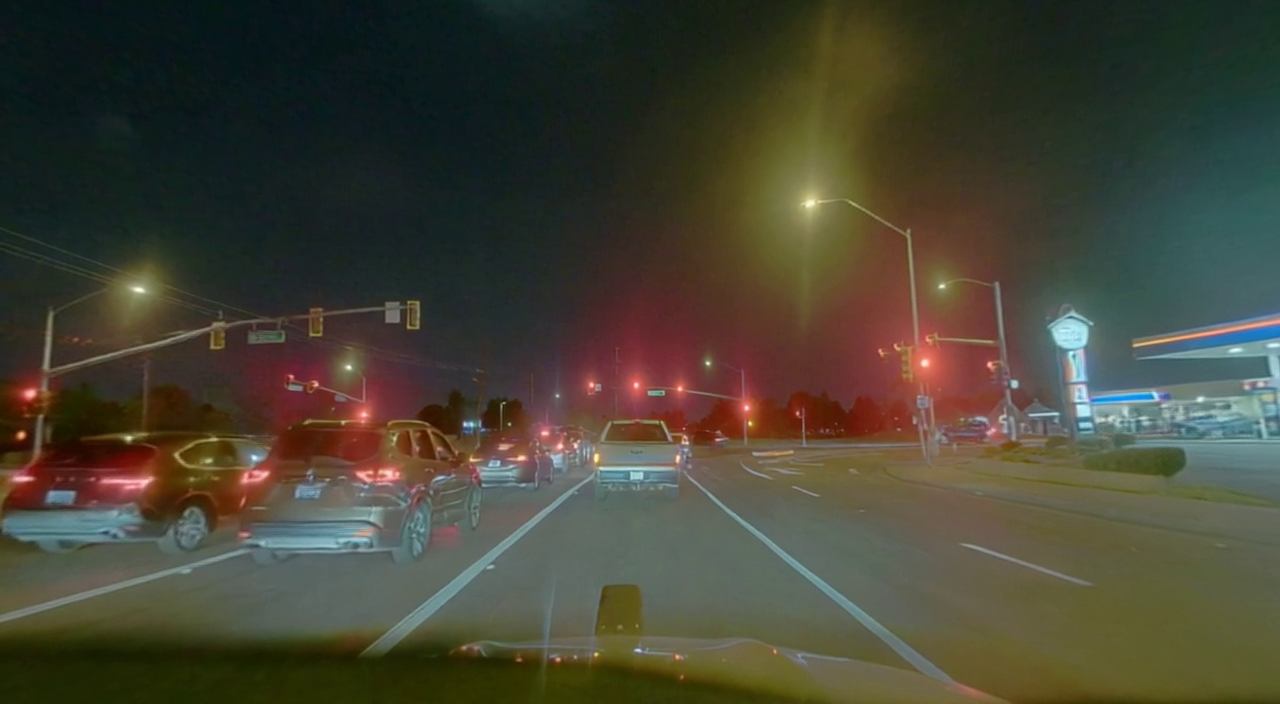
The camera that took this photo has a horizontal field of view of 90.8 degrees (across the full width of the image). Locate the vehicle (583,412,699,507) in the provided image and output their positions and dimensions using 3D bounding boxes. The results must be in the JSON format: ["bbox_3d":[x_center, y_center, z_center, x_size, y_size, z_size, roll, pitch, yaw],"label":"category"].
[{"bbox_3d":[0.011,2.456,14.746,2.224,1.819,5.005,0,-9,0],"label":"vehicle"}]

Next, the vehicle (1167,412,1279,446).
[{"bbox_3d":[36.019,4.693,38.455,5.782,1.950,2.225,-1,-8,0],"label":"vehicle"}]

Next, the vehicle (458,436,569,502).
[{"bbox_3d":[-3.013,2.895,16.018,1.881,1.424,4.098,0,-9,1],"label":"vehicle"}]

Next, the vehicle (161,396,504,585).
[{"bbox_3d":[-3.288,1.585,7.985,2.096,1.718,4.266,0,-9,1],"label":"vehicle"}]

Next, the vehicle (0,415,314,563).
[{"bbox_3d":[-6.441,1.779,8.825,1.790,1.605,3.696,0,-9,0],"label":"vehicle"}]
